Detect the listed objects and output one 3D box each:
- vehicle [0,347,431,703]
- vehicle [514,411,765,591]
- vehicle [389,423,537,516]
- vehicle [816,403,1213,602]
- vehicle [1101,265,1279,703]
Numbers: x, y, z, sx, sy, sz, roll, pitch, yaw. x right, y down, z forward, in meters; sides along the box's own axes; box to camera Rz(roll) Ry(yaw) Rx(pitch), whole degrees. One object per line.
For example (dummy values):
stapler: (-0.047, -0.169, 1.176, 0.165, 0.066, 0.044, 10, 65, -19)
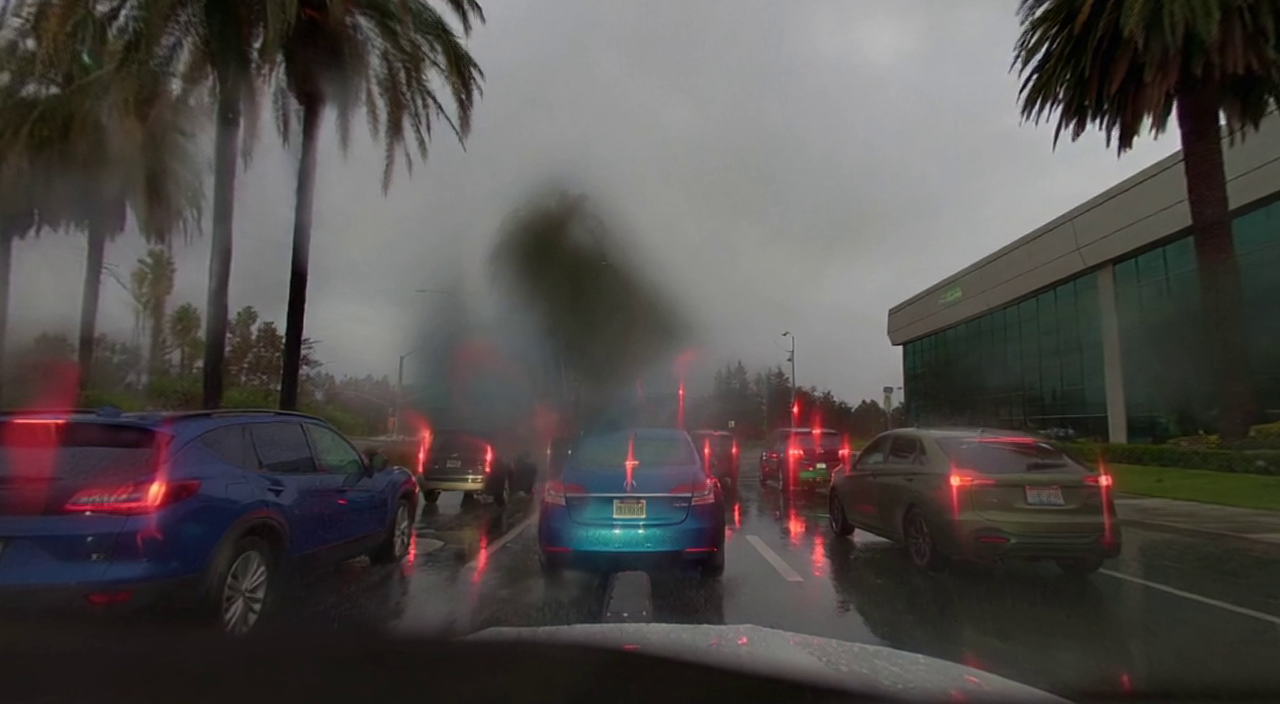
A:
vehicle: (-3.541, 1.172, 5.379, 2.014, 1.775, 4.404, 0, -8, -1)
vehicle: (-0.046, 1.647, 7.837, 2.219, 1.586, 4.321, 0, -8, -1)
vehicle: (-3.466, 2.377, 13.167, 1.917, 1.631, 3.768, 0, -8, 1)
vehicle: (3.838, 1.618, 7.680, 2.064, 1.696, 4.431, 0, -8, -1)
vehicle: (2.980, 0.428, 0.233, 2.117, 1.879, 4.715, 0, -8, 2)
